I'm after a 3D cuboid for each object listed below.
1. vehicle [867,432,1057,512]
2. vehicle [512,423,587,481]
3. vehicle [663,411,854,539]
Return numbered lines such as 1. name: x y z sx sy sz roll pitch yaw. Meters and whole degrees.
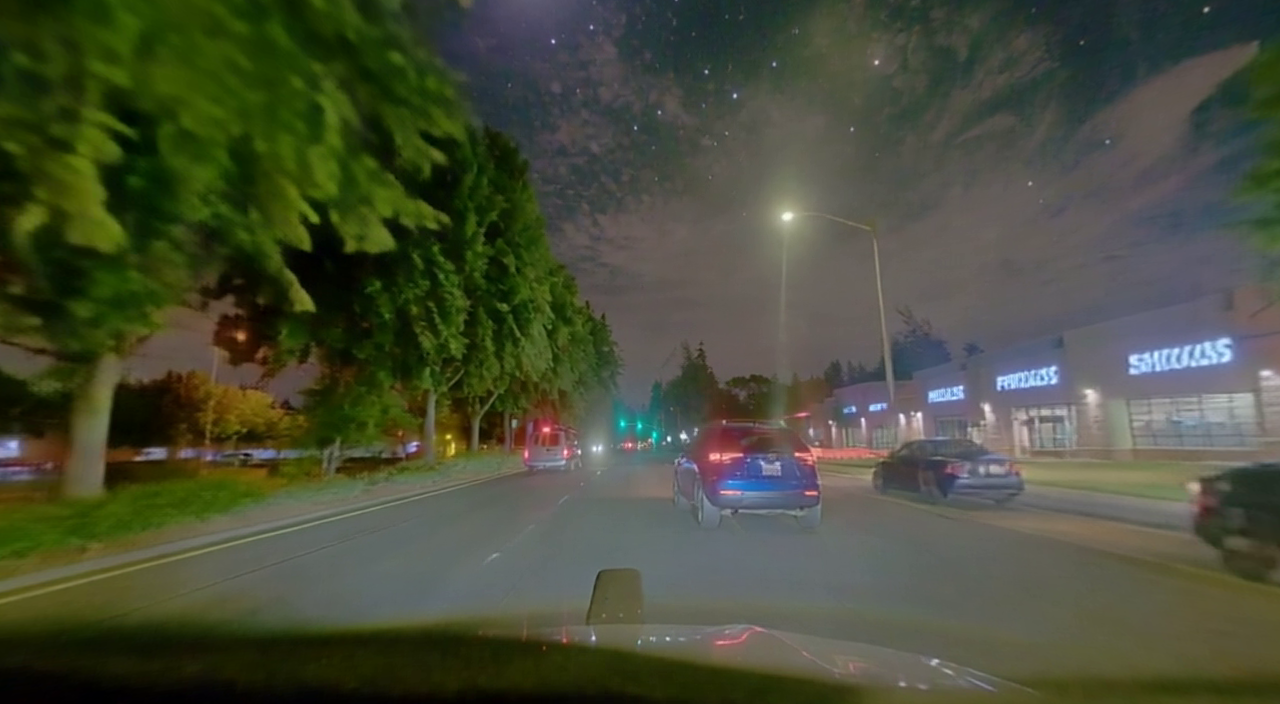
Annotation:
1. vehicle: 6.835 2.577 14.051 1.853 1.483 4.313 0 -9 -1
2. vehicle: -3.525 4.060 25.832 2.357 2.063 5.488 0 -9 -1
3. vehicle: 1.701 1.991 10.782 2.168 1.725 4.192 1 -9 -4
